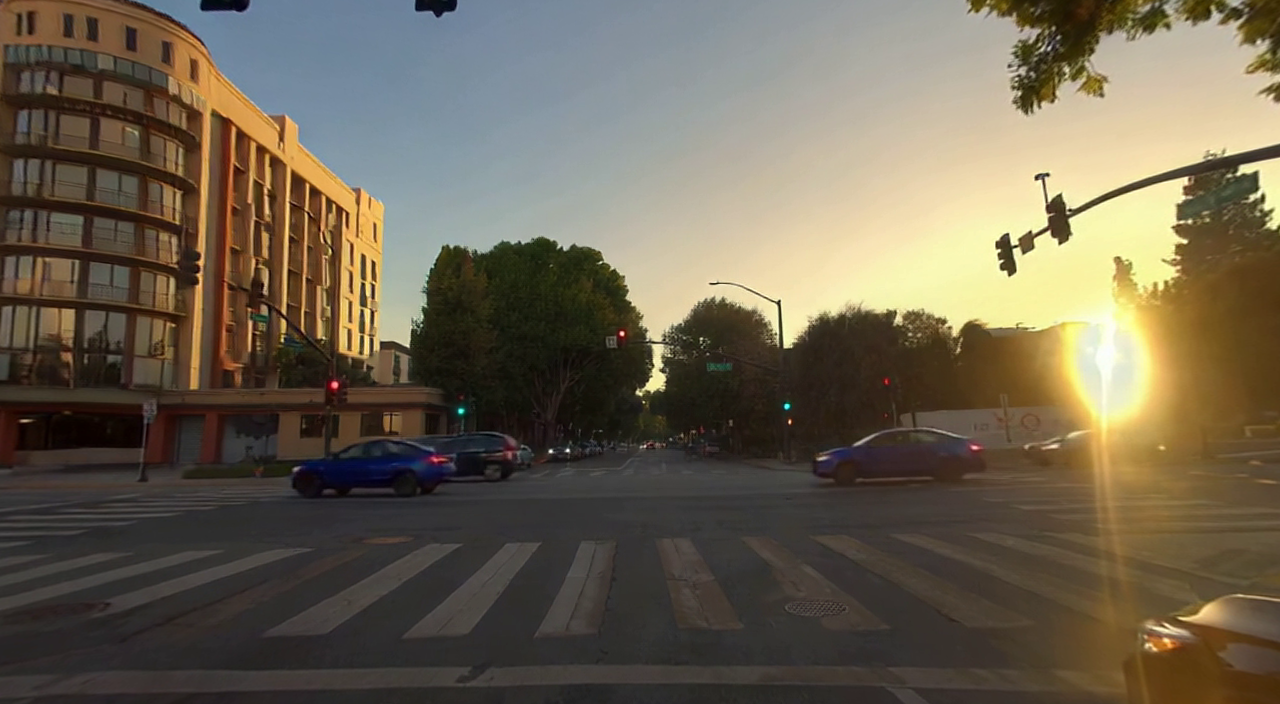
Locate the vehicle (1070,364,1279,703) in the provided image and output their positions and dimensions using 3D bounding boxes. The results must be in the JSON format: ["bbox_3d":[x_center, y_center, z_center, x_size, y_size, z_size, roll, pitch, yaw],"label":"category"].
[{"bbox_3d":[2.890,0.672,0.829,1.947,1.576,3.825,0,-8,1],"label":"vehicle"}]

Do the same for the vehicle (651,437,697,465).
[{"bbox_3d":[2.028,6.043,38.502,2.053,1.625,4.551,1,-8,-7],"label":"vehicle"}]

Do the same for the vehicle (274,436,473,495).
[{"bbox_3d":[-6.985,3.010,16.834,4.464,1.472,1.867,0,-8,0],"label":"vehicle"}]

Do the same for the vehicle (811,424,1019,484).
[{"bbox_3d":[7.267,2.739,16.963,4.723,1.484,1.883,0,-8,0],"label":"vehicle"}]

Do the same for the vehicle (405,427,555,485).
[{"bbox_3d":[-5.137,3.392,20.621,4.363,1.757,1.926,0,-8,1],"label":"vehicle"}]
